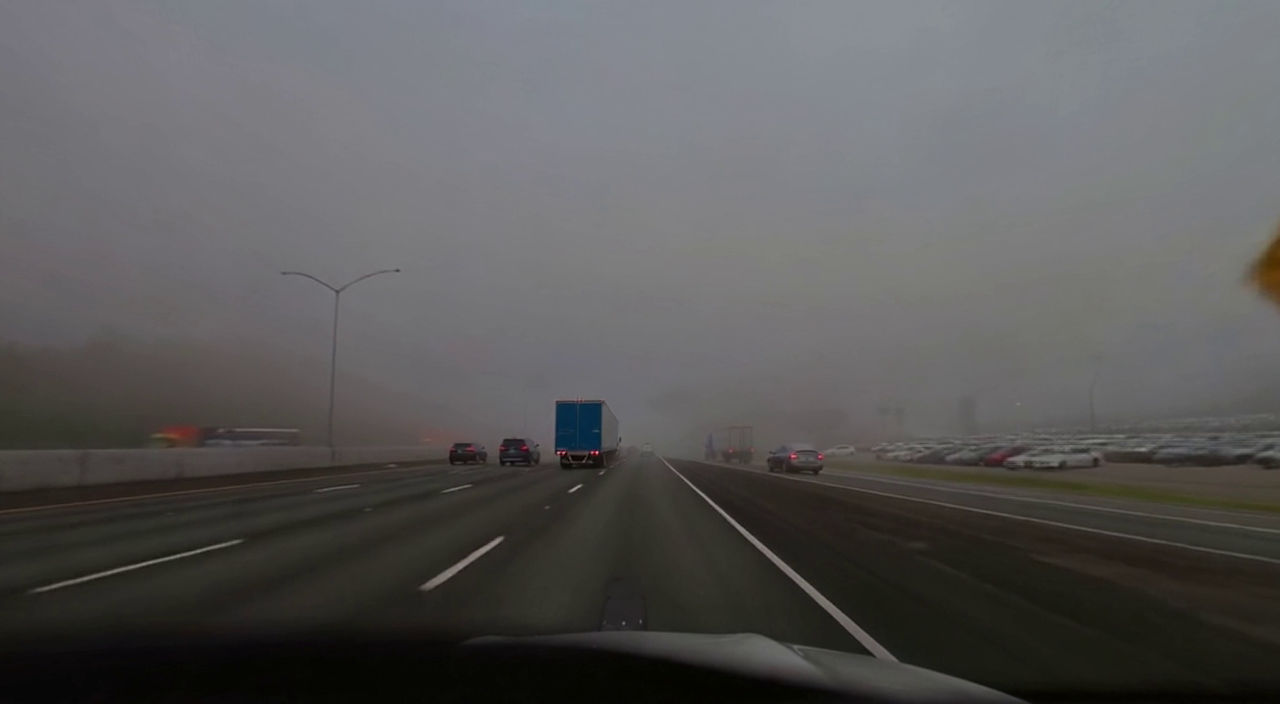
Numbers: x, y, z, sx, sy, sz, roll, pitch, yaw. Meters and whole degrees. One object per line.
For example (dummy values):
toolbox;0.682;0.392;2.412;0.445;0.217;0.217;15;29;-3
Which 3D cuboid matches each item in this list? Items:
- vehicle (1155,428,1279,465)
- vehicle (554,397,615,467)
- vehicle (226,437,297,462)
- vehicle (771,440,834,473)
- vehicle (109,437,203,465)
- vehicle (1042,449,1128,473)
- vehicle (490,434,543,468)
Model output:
vehicle;28.313;4.629;30.822;4.586;1.710;1.944;0;-8;-2
vehicle;-3.431;5.547;42.894;2.905;4.037;12.921;0;-8;0
vehicle;-25.360;6.564;42.493;1.948;1.543;4.507;0;-8;1
vehicle;9.025;5.831;35.366;2.083;1.706;4.129;0;-8;-5
vehicle;-29.205;6.002;38.266;1.966;1.558;4.687;0;-8;1
vehicle;29.107;7.124;41.305;4.154;1.498;1.891;0;-8;-2
vehicle;-6.992;5.641;36.139;2.058;1.840;4.443;-1;-8;1
